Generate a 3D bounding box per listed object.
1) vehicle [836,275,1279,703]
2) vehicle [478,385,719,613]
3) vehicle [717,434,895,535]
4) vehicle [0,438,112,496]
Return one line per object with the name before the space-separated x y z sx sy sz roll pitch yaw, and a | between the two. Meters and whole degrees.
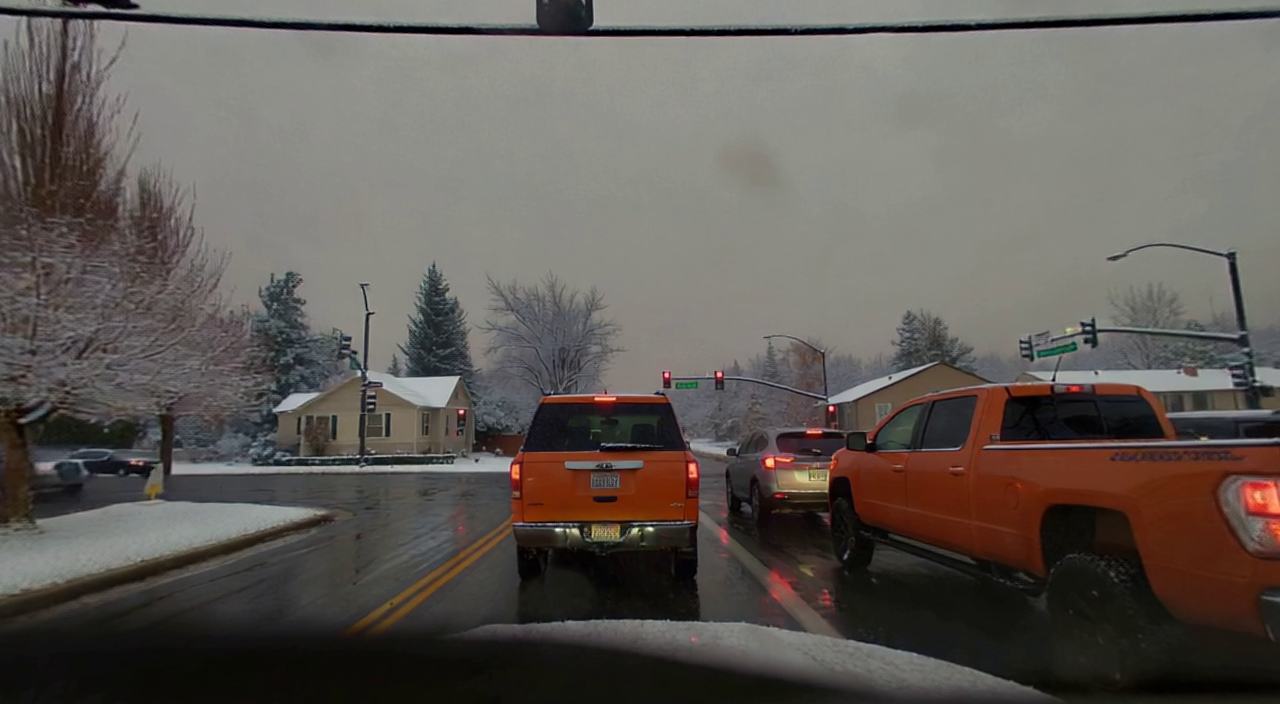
vehicle | 2.975 0.945 3.800 1.886 1.849 5.070 0 -8 -1
vehicle | -0.218 1.408 6.778 1.915 1.780 3.379 -1 -8 4
vehicle | 2.711 2.266 11.531 1.952 1.465 4.421 0 -8 -2
vehicle | -20.261 3.662 20.289 4.635 1.755 1.882 1 -8 -7
